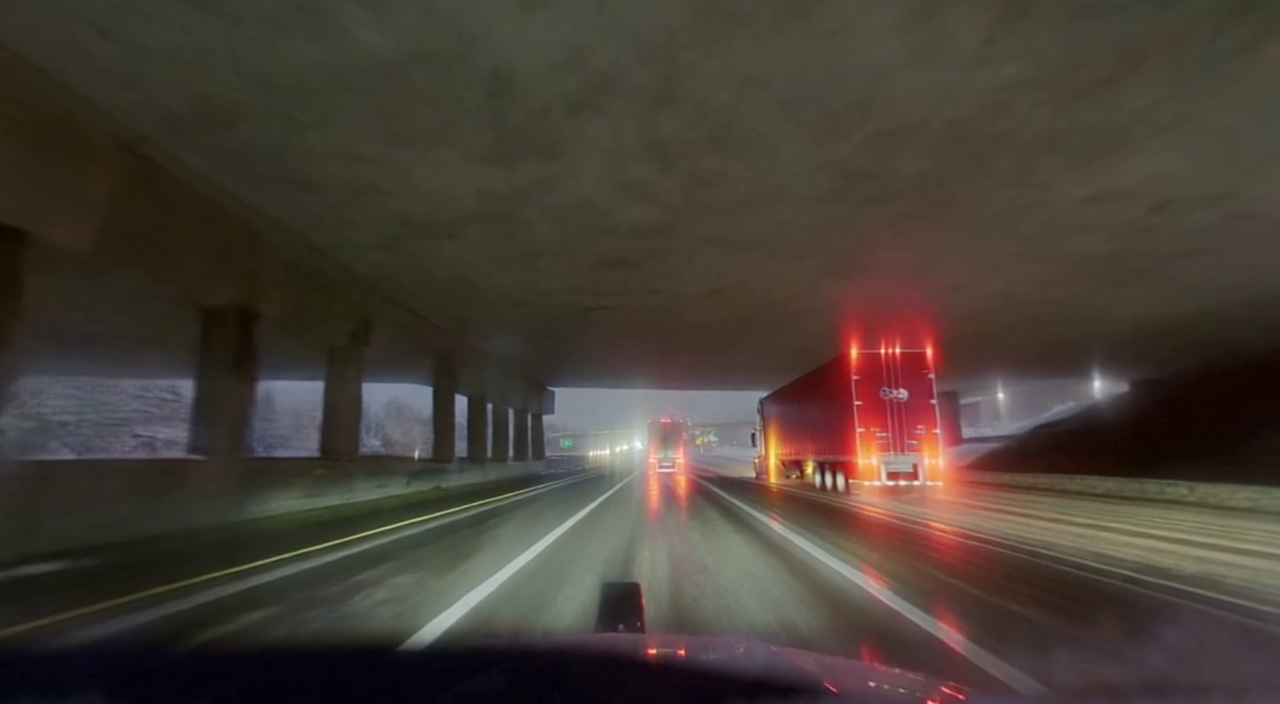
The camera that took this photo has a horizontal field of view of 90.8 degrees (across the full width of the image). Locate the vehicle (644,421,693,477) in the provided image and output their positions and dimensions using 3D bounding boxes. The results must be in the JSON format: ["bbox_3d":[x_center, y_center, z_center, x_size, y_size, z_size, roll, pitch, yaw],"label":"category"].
[{"bbox_3d":[2.230,7.581,49.051,3.244,3.713,12.155,-1,-9,3],"label":"vehicle"}]
